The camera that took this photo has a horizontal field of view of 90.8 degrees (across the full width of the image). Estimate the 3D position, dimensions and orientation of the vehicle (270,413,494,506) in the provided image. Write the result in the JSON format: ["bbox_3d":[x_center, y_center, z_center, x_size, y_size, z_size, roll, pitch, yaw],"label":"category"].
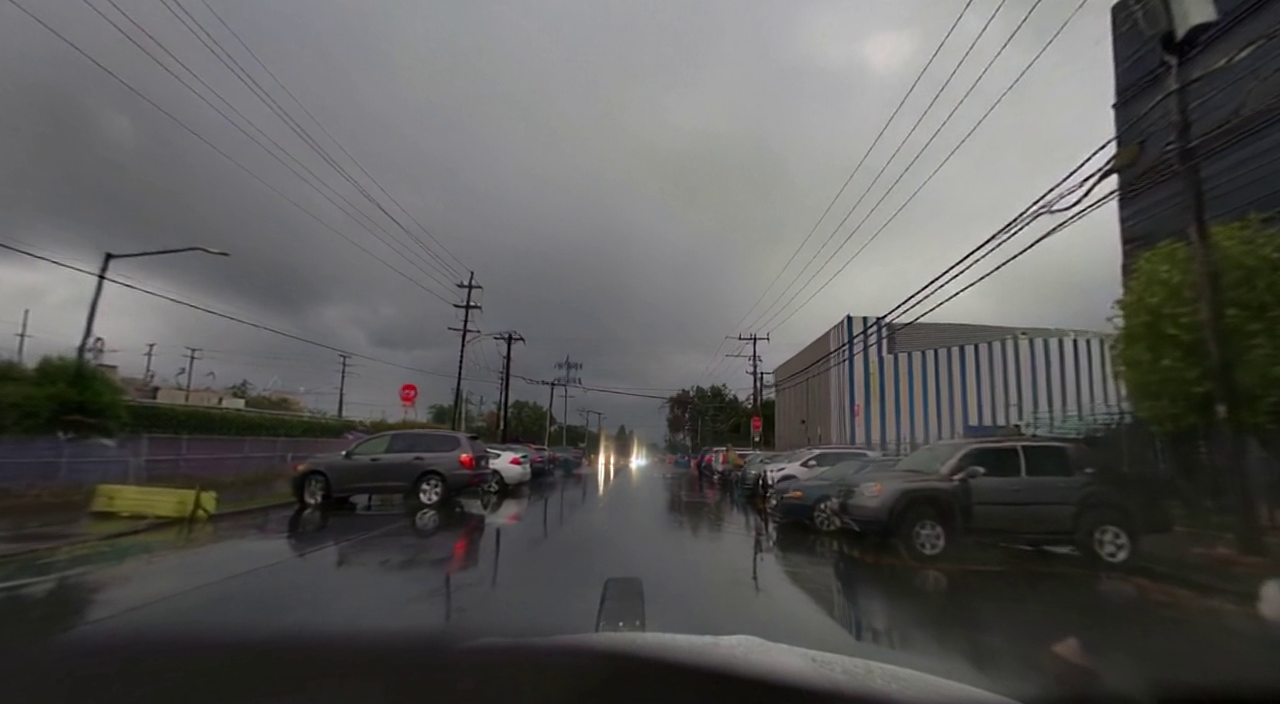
[{"bbox_3d":[-6.431,2.731,16.175,4.727,1.976,1.970,3,-10,2],"label":"vehicle"}]

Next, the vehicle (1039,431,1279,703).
[{"bbox_3d":[4.726,1.138,3.104,4.240,1.468,1.849,0,-8,-1],"label":"vehicle"}]

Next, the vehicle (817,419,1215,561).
[{"bbox_3d":[5.032,1.897,9.080,4.402,1.770,1.933,-1,-8,3],"label":"vehicle"}]

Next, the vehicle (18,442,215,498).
[{"bbox_3d":[-15.698,3.525,19.370,1.840,1.477,4.693,-1,-8,3],"label":"vehicle"}]
